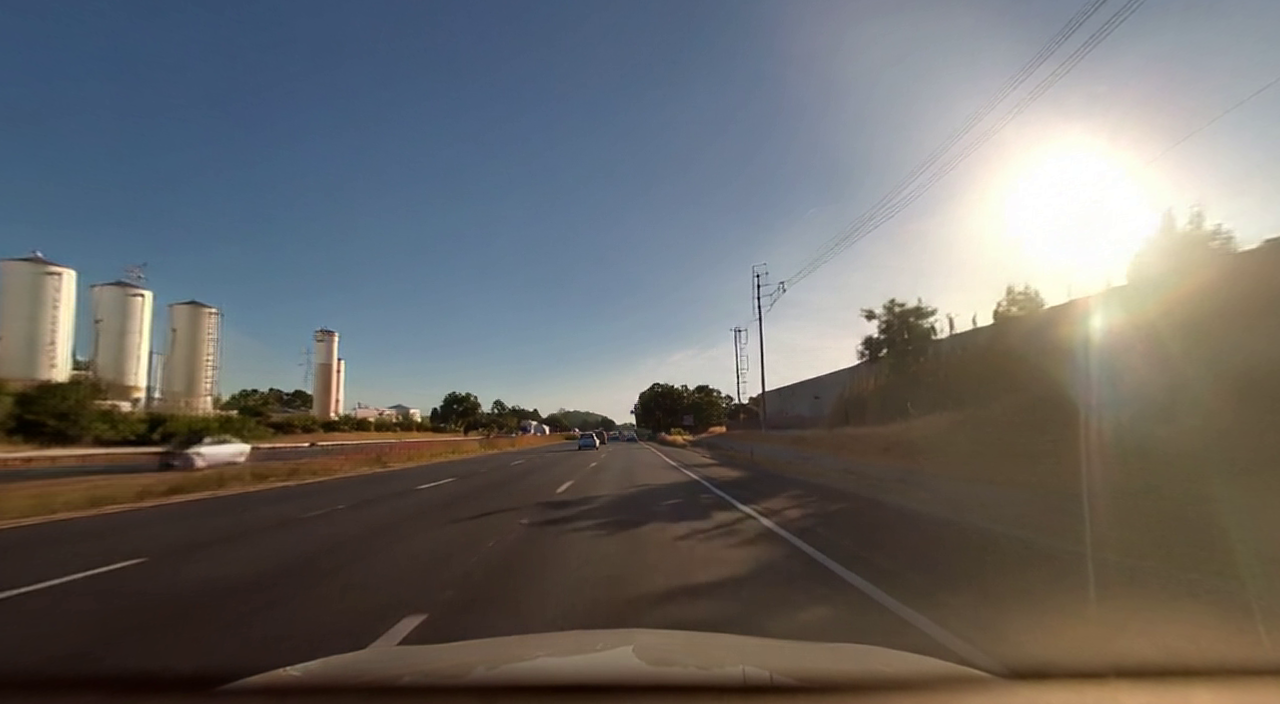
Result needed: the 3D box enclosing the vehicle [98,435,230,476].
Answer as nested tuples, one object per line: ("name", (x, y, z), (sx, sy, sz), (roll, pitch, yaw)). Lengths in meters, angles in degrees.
("vehicle", (-19.053, 4.125, 25.550), (1.851, 1.473, 4.523), (0, -8, 0))
